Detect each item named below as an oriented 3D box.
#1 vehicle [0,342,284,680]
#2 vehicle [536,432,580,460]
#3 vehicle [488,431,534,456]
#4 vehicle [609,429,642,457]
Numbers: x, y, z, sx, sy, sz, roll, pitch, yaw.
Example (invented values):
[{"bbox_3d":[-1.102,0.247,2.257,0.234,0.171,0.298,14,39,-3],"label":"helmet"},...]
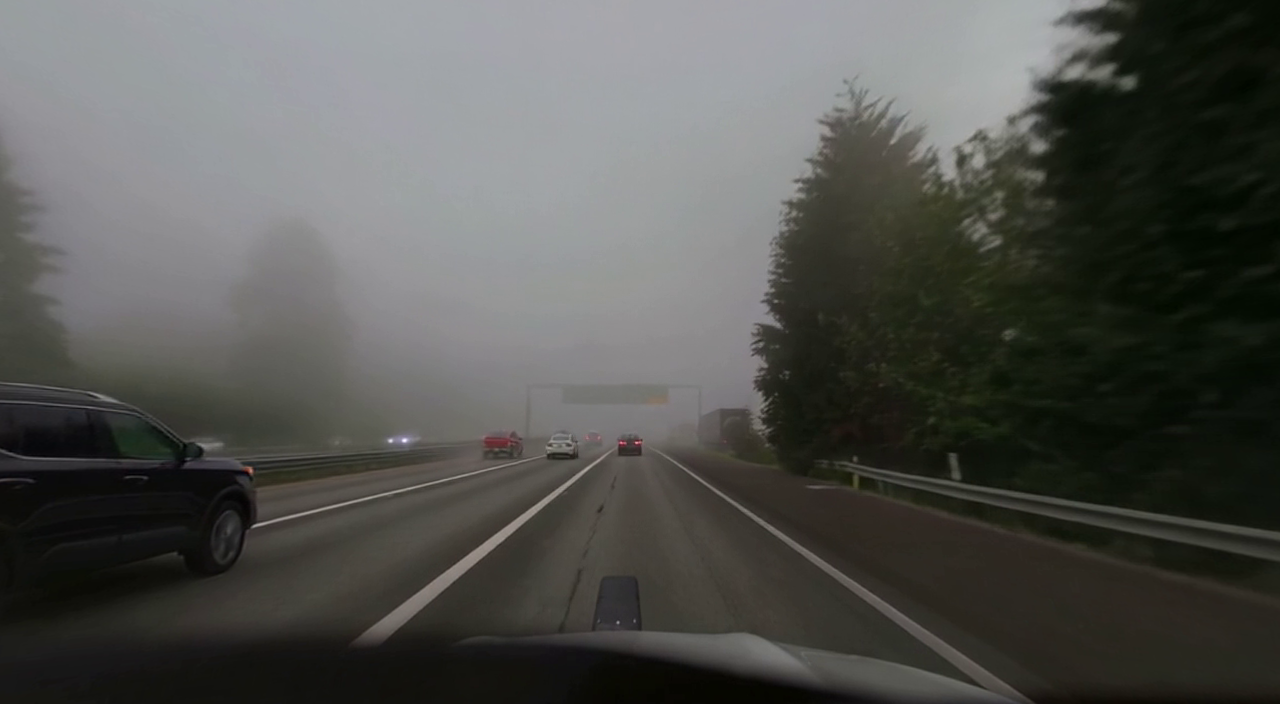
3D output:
[{"bbox_3d":[-4.480,0.939,3.955,1.971,1.822,4.366,0,-7,-1],"label":"vehicle"},{"bbox_3d":[-4.448,5.176,34.749,1.909,1.445,4.087,0,-7,0],"label":"vehicle"},{"bbox_3d":[-8.348,5.967,41.056,1.953,1.524,4.863,0,-7,0],"label":"vehicle"},{"bbox_3d":[-0.880,5.731,39.743,2.002,1.611,3.778,0,-7,-1],"label":"vehicle"}]
